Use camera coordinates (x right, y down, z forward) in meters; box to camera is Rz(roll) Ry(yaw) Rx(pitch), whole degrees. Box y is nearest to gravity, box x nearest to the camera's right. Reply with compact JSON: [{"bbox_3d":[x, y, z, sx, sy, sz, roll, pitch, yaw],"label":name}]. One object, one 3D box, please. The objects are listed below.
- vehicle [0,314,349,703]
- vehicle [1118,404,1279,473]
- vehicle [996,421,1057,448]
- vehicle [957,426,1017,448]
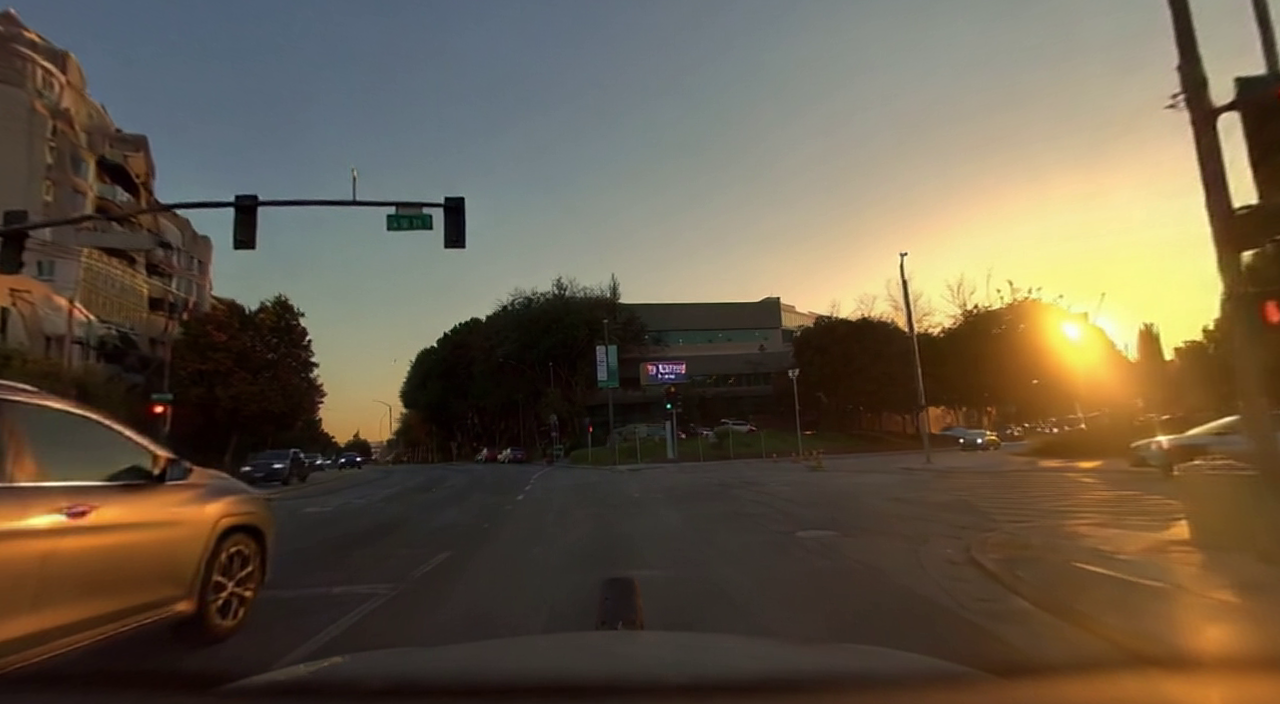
[{"bbox_3d":[-3.574,0.813,2.806,2.134,1.799,5.082,0,-9,0],"label":"vehicle"},{"bbox_3d":[16.968,2.481,17.957,4.857,1.803,2.147,-4,-10,24],"label":"vehicle"},{"bbox_3d":[30.161,6.440,49.284,4.075,1.687,1.978,-1,-9,-28],"label":"vehicle"},{"bbox_3d":[25.813,6.329,46.984,3.966,1.585,1.921,4,-10,-26],"label":"vehicle"}]
